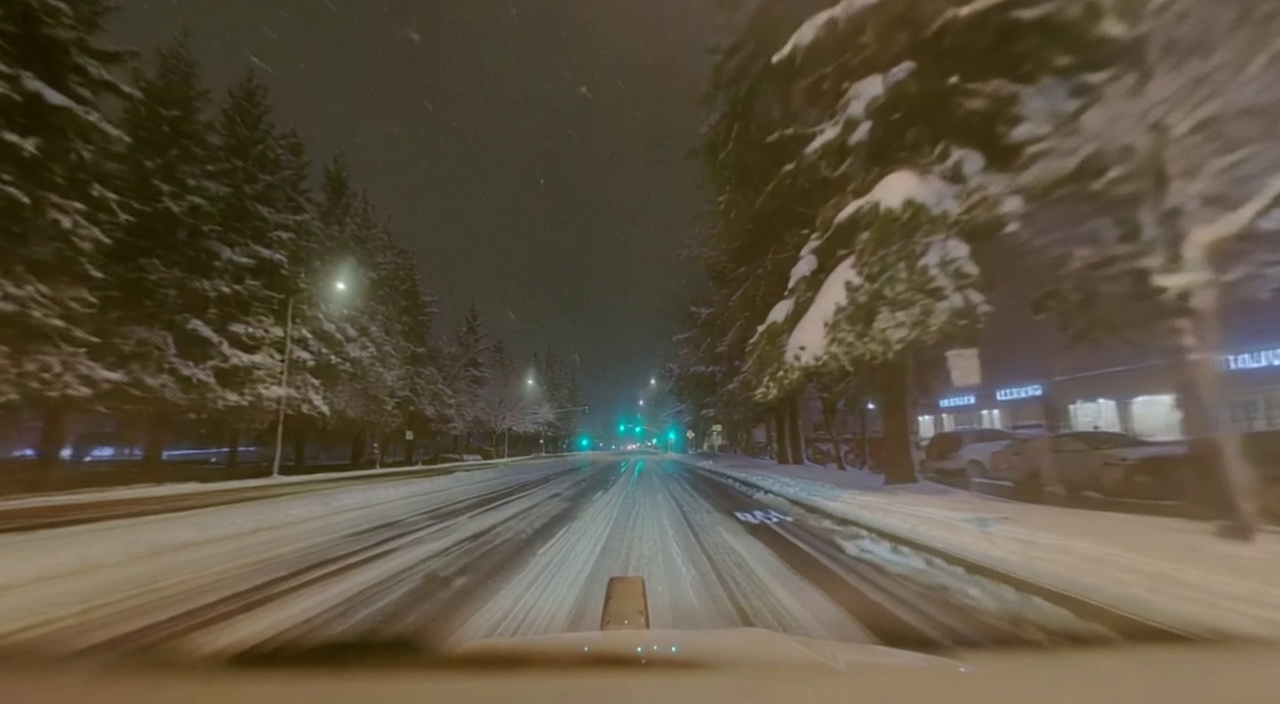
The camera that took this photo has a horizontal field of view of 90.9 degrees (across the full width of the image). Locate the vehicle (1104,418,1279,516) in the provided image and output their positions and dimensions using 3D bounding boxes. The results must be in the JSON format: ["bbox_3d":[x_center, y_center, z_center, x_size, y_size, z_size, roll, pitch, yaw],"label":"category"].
[{"bbox_3d":[11.171,2.011,11.008,4.463,1.540,1.945,0,-10,3],"label":"vehicle"}]
